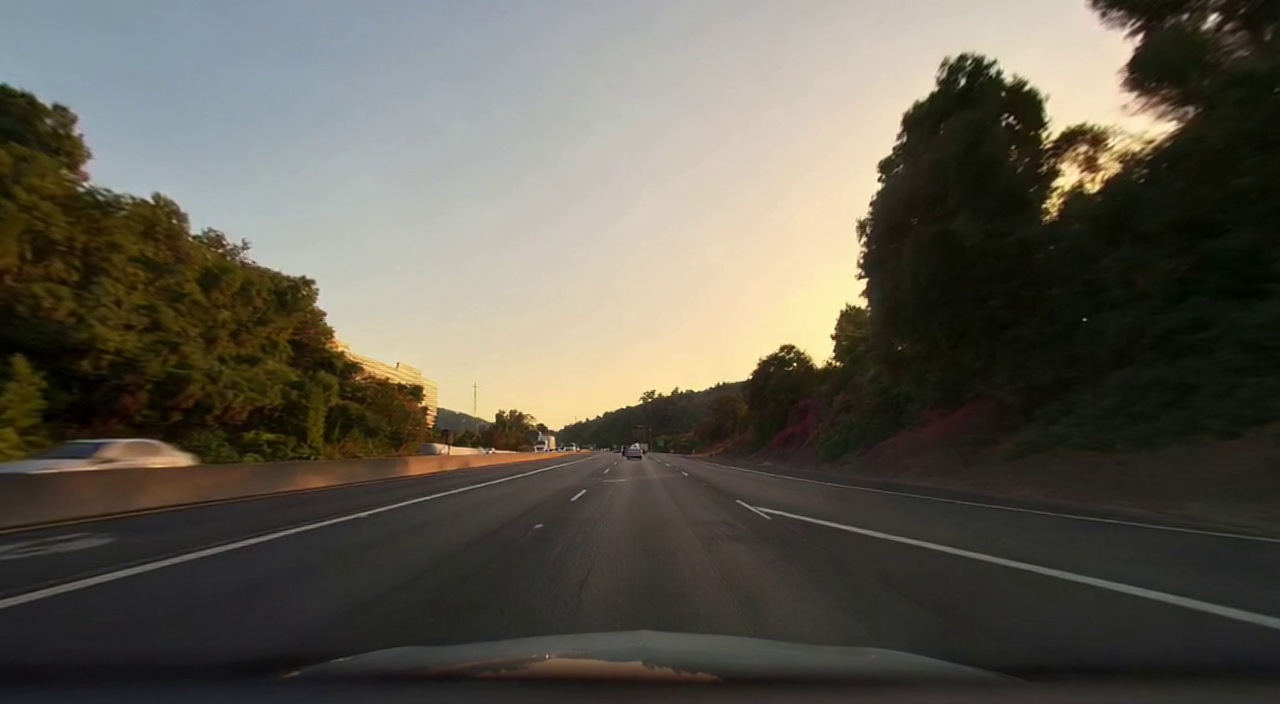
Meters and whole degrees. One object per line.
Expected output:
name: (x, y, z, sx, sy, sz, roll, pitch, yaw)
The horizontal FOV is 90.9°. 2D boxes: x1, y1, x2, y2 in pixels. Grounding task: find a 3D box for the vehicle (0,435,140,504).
vehicle: (-14.652, 2.793, 15.312, 1.850, 1.463, 3.779, 0, -9, 0)
